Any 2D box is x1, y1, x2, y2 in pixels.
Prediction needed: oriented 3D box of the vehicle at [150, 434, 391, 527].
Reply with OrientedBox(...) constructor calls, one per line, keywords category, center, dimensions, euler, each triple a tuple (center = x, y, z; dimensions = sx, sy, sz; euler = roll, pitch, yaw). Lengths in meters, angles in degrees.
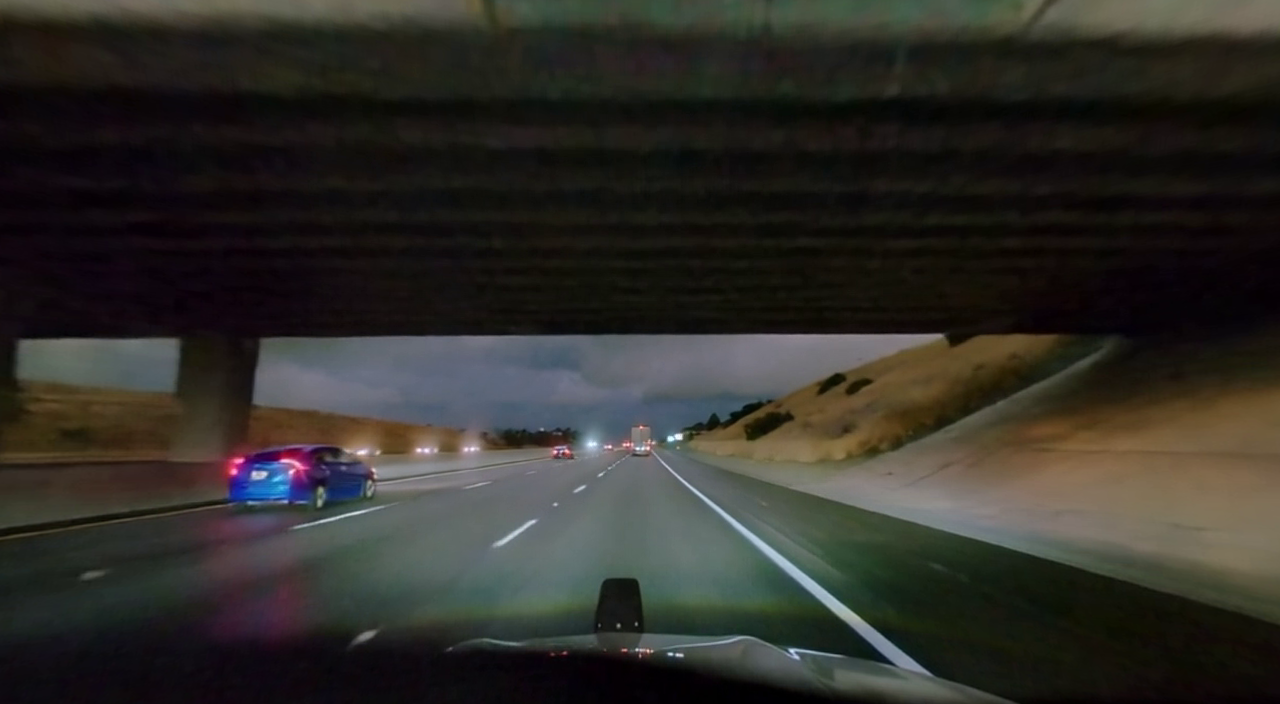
OrientedBox(category="vehicle", center=(-7.075, 2.484, 12.836), dimensions=(2.096, 1.541, 4.610), euler=(0, -8, 0))
